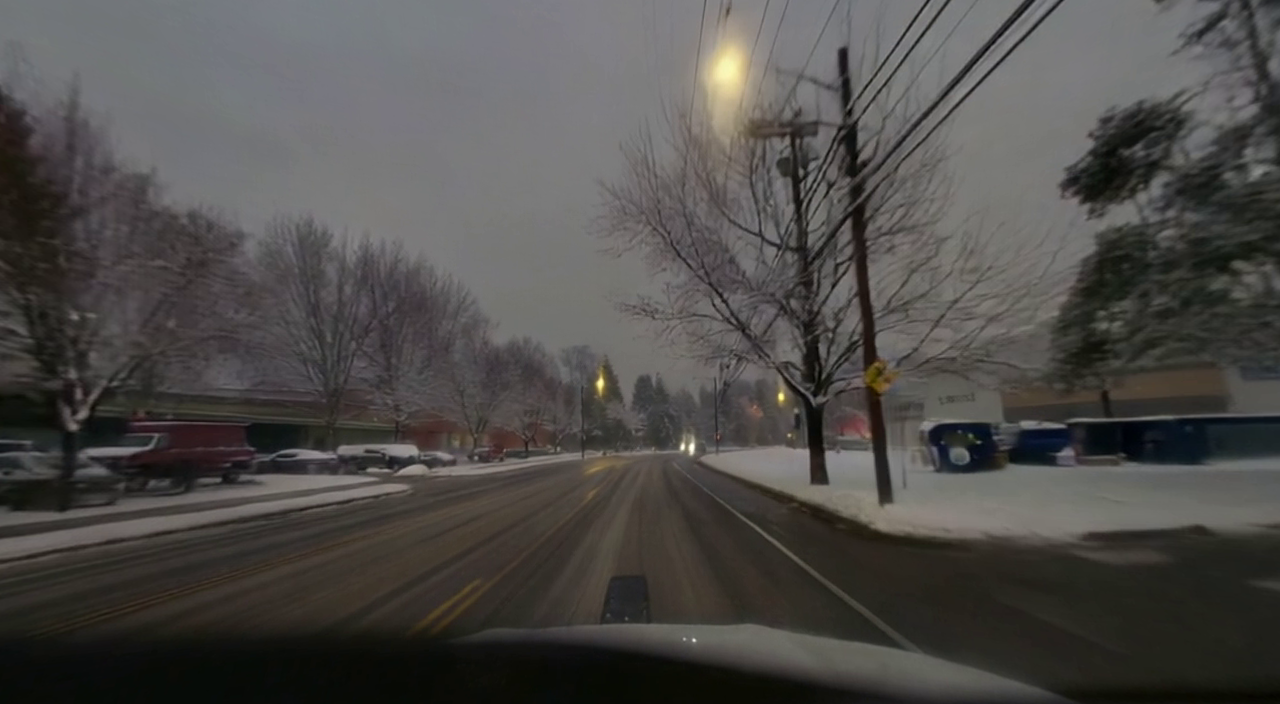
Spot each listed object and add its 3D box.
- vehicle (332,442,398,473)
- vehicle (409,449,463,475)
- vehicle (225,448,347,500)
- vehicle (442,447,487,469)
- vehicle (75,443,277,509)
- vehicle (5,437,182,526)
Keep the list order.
[{"bbox_3d":[-19.176,7.369,44.285,2.099,2.038,5.624,0,-9,0],"label":"vehicle"},{"bbox_3d":[-13.969,7.531,43.441,2.122,1.440,4.601,-4,-8,0],"label":"vehicle"},{"bbox_3d":[-14.263,4.908,25.881,2.053,1.772,5.189,-3,-9,0],"label":"vehicle"},{"bbox_3d":[-13.584,8.205,49.009,2.070,1.577,4.652,0,-9,2],"label":"vehicle"},{"bbox_3d":[-14.255,3.799,19.979,1.949,1.735,5.568,-1,-8,3],"label":"vehicle"},{"bbox_3d":[-16.820,3.919,19.699,1.972,1.891,3.936,2,0,2],"label":"vehicle"}]
